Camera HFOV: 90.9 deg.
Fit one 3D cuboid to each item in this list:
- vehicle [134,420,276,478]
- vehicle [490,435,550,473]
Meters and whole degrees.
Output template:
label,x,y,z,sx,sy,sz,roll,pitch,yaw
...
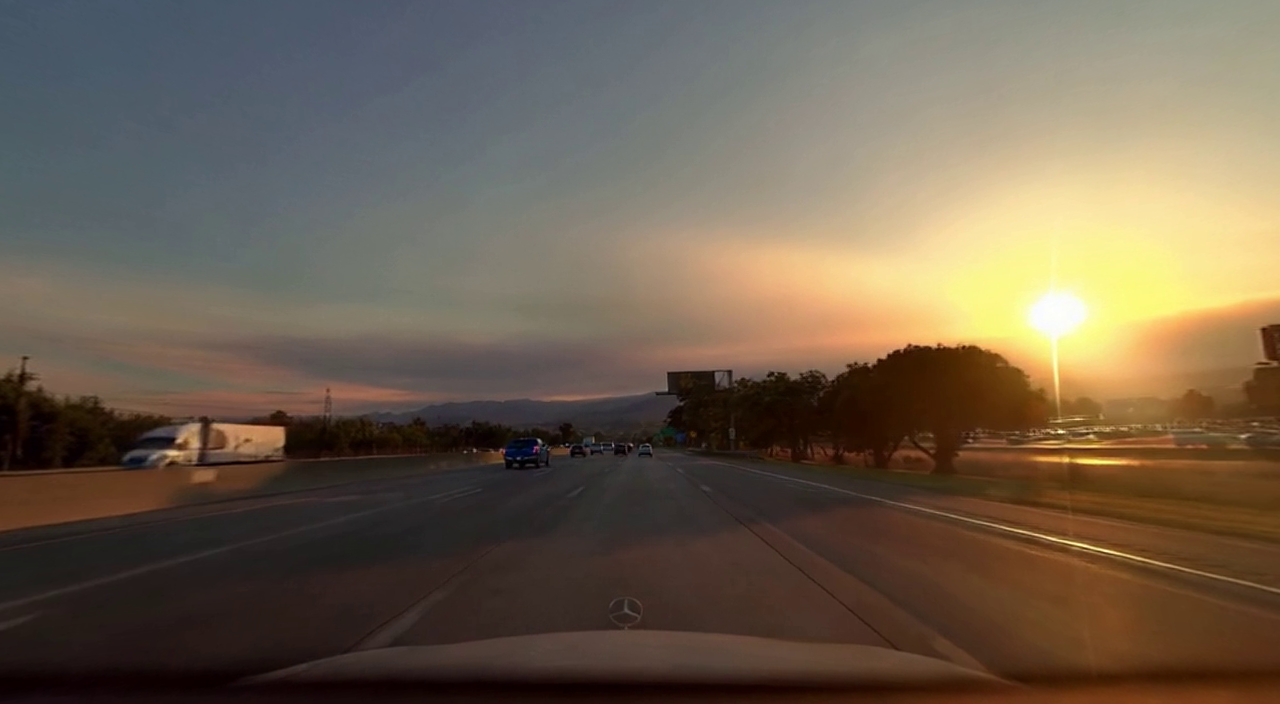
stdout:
label,x,y,z,sx,sy,sz,roll,pitch,yaw
vehicle,-33.418,7.537,49.335,2.940,3.942,11.262,0,-8,0
vehicle,-6.529,5.617,35.050,2.156,1.911,5.956,0,-8,0
